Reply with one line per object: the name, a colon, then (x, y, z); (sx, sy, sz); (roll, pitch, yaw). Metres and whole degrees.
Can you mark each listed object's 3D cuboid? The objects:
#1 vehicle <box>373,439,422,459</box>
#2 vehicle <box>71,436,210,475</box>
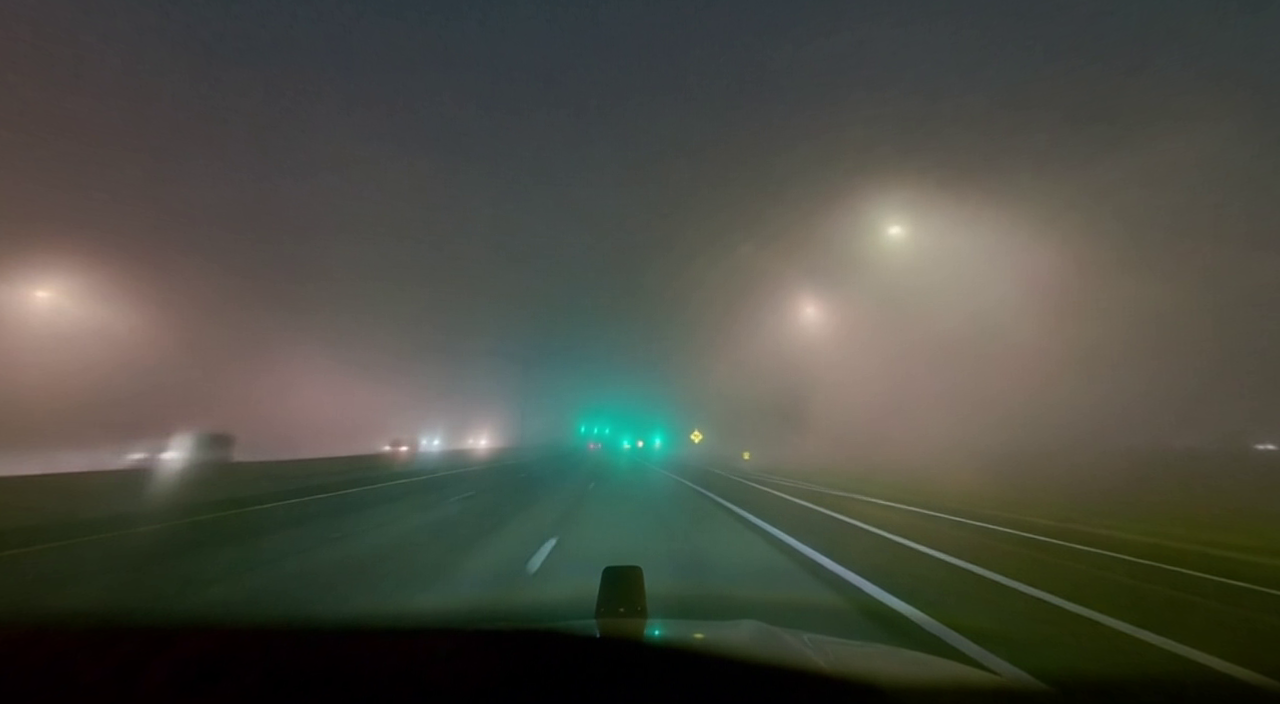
vehicle: (-18.468, 7.397, 48.286); (1.950, 1.463, 4.621); (0, -8, -1)
vehicle: (-20.794, 4.316, 26.594); (1.944, 1.479, 4.827); (0, -8, -1)
